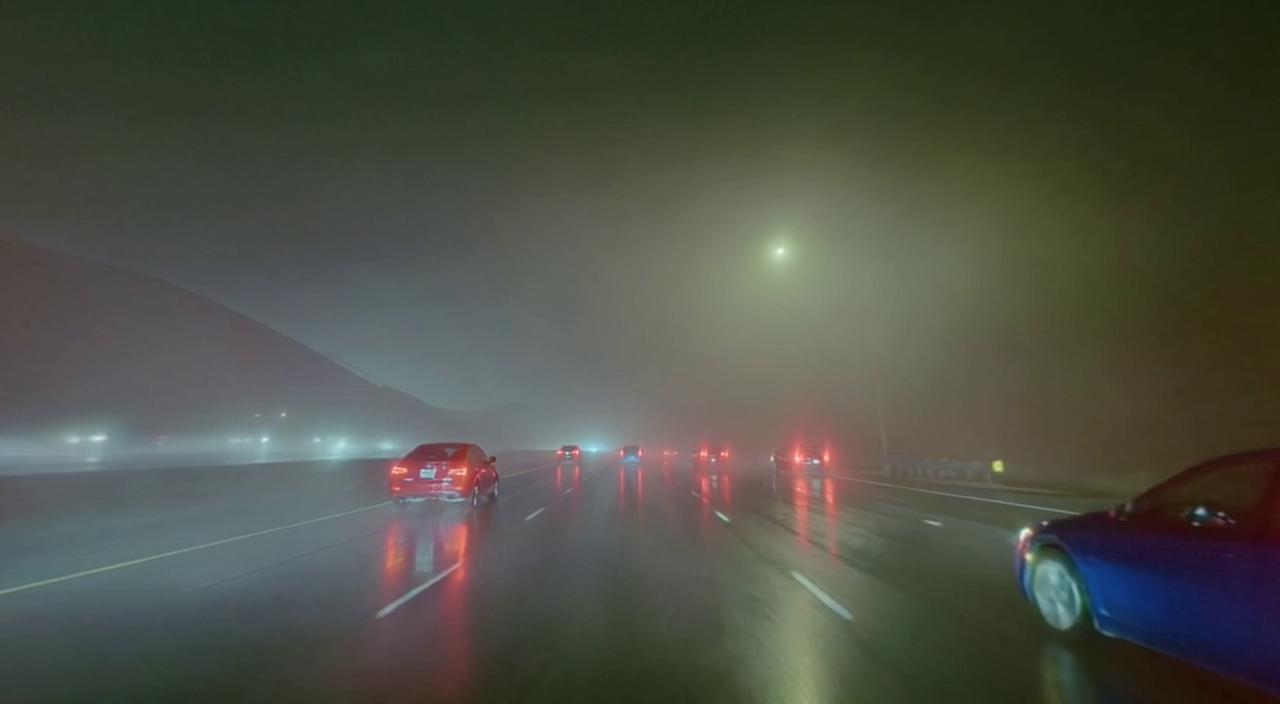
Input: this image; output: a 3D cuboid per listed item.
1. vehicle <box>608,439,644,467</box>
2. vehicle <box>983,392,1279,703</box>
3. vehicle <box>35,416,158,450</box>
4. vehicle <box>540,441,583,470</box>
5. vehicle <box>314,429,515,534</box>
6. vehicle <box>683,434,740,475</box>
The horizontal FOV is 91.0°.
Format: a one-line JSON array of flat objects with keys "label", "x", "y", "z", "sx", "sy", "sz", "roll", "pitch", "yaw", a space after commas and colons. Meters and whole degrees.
[{"label": "vehicle", "x": -0.836, "y": 6.266, "z": 39.175, "sx": 2.147, "sy": 1.572, "sz": 4.094, "roll": 0, "pitch": -9, "yaw": 0}, {"label": "vehicle", "x": 3.391, "y": 0.848, "z": 1.839, "sx": 2.136, "sy": 1.511, "sz": 4.706, "roll": 0, "pitch": -9, "yaw": 0}, {"label": "vehicle", "x": -31.496, "y": 4.794, "z": 36.839, "sx": 1.999, "sy": 1.766, "sz": 5.898, "roll": 0, "pitch": -9, "yaw": -1}, {"label": "vehicle", "x": -4.160, "y": 5.568, "z": 33.931, "sx": 1.796, "sy": 1.464, "sz": 3.839, "roll": 0, "pitch": -9, "yaw": 0}, {"label": "vehicle", "x": -3.735, "y": 2.220, "z": 11.383, "sx": 1.993, "sy": 1.500, "sz": 4.248, "roll": 0, "pitch": -9, "yaw": 1}, {"label": "vehicle", "x": 3.402, "y": 5.009, "z": 30.899, "sx": 2.222, "sy": 1.820, "sz": 4.733, "roll": 0, "pitch": -9, "yaw": -1}]
